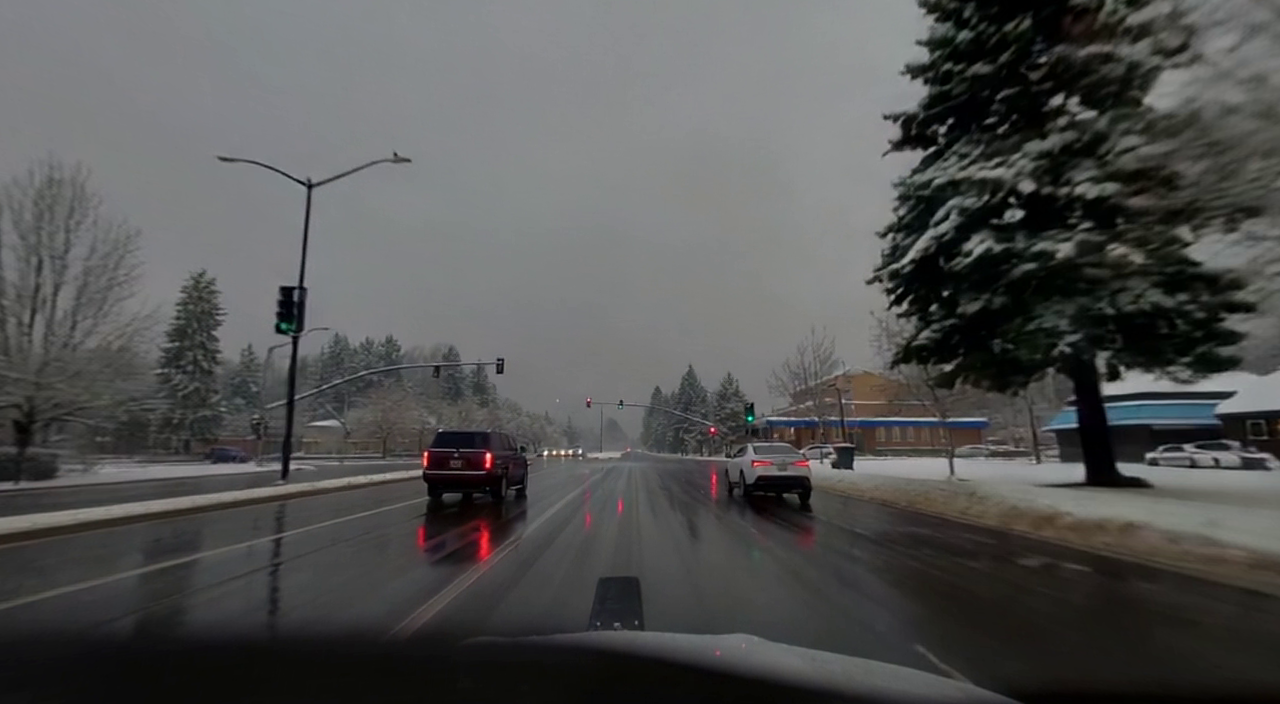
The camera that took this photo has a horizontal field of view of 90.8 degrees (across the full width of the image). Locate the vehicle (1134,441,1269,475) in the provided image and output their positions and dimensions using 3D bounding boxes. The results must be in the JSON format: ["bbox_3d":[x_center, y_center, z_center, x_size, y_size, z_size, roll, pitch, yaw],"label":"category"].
[{"bbox_3d":[29.047,5.496,32.832,4.810,1.627,1.991,-2,-9,6],"label":"vehicle"}]

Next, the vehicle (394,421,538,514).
[{"bbox_3d":[-3.764,2.597,14.639,1.997,1.806,4.500,0,-9,1],"label":"vehicle"}]

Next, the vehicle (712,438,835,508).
[{"bbox_3d":[3.190,3.011,16.226,1.975,1.502,4.787,0,-9,-2],"label":"vehicle"}]
